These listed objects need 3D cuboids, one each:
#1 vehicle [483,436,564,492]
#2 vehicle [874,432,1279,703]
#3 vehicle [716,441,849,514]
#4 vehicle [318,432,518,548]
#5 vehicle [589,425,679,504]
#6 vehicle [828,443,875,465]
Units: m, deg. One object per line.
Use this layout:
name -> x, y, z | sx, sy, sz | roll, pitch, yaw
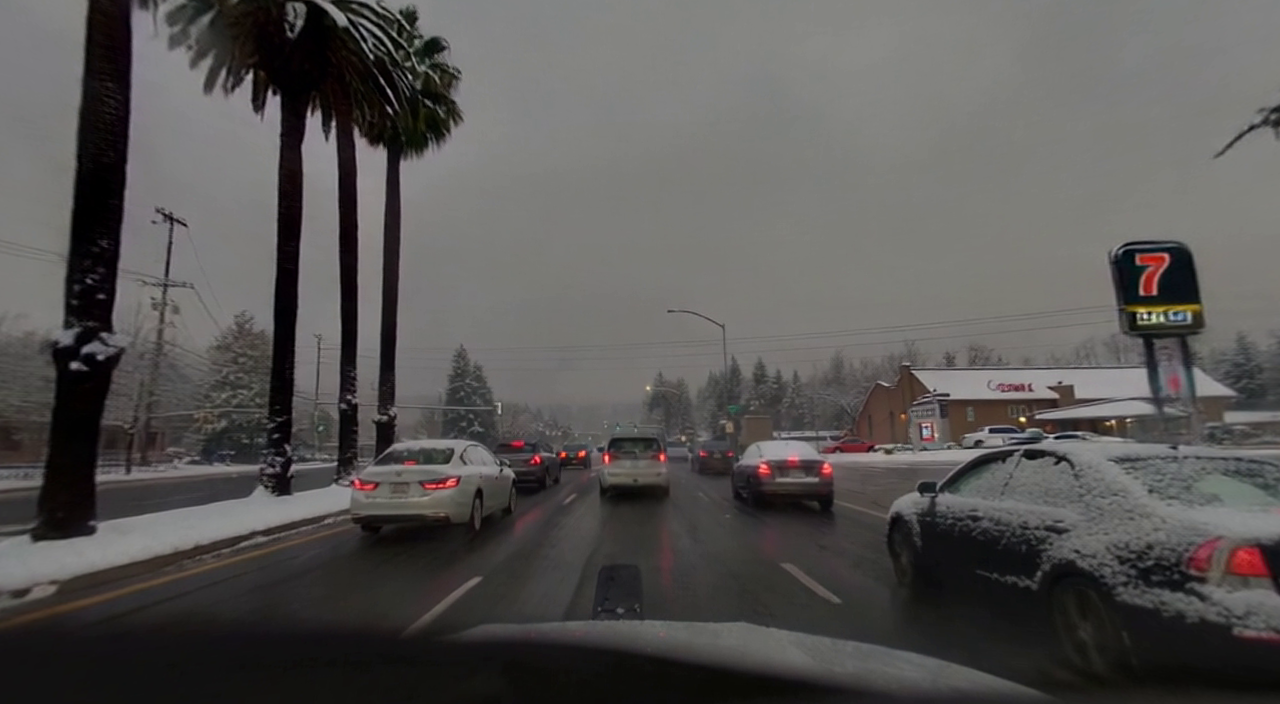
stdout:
vehicle -> -3.810, 3.721, 21.339 | 1.932, 1.695, 4.235 | 0, -8, 0
vehicle -> 3.602, 1.384, 4.815 | 1.867, 1.448, 4.436 | 0, -8, -1
vehicle -> 3.208, 2.915, 15.254 | 1.977, 1.480, 4.589 | 0, -8, -2
vehicle -> -3.340, 2.136, 10.460 | 1.864, 1.505, 4.202 | 0, -8, -1
vehicle -> -0.144, 3.016, 17.319 | 2.164, 1.867, 4.254 | 0, -8, 0
vehicle -> 13.720, 6.624, 41.026 | 1.833, 1.392, 3.588 | 0, -8, 0
